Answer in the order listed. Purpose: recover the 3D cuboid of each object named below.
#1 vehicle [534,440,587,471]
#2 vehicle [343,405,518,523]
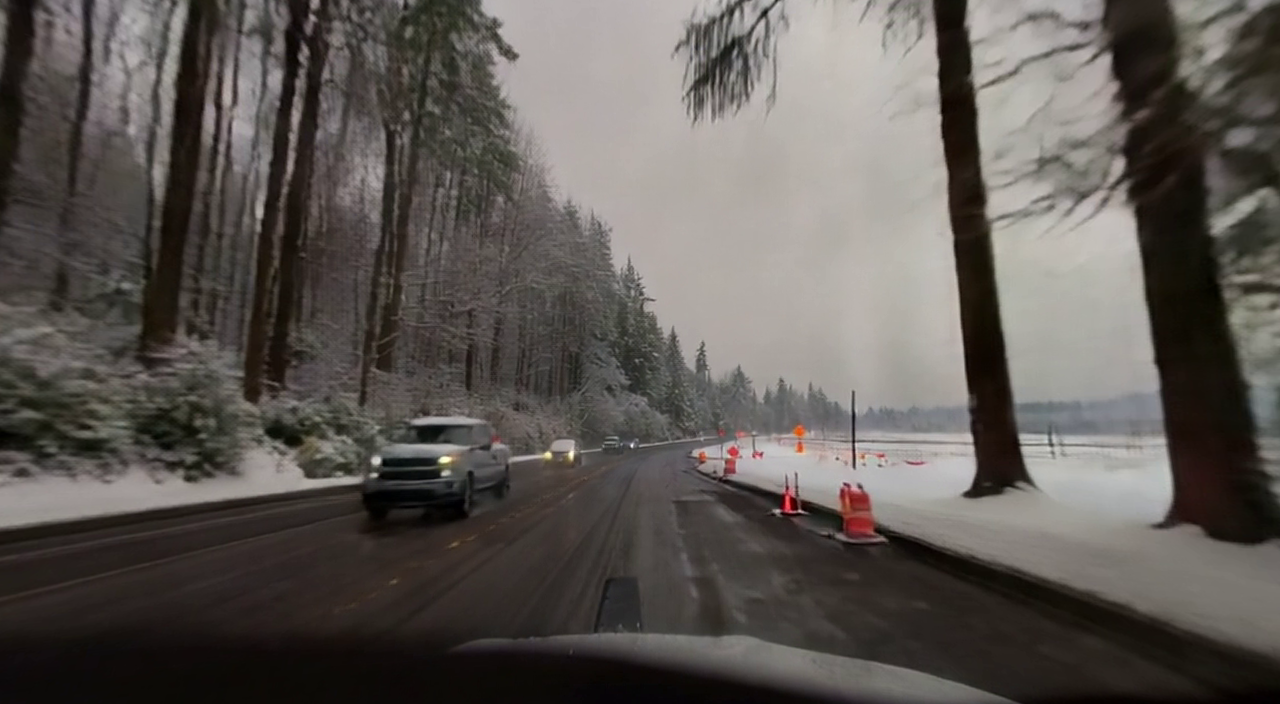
[{"bbox_3d":[-4.004,5.260,32.365,1.964,1.481,4.199,-1,-8,3],"label":"vehicle"},{"bbox_3d":[-4.074,2.268,13.266,2.064,2.009,4.512,0,-8,1],"label":"vehicle"}]
